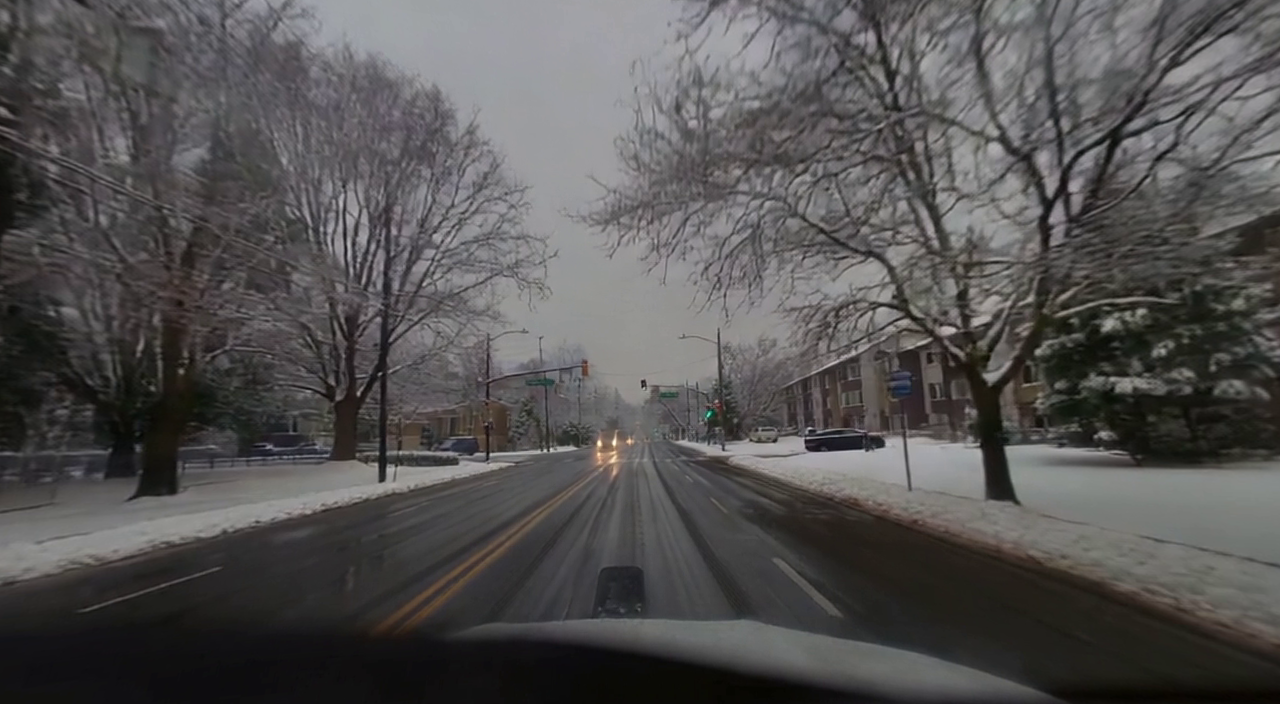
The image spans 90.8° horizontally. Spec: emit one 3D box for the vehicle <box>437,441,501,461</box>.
[{"bbox_3d":[-12.551,7.282,46.575,4.135,1.424,1.945,-1,-9,4],"label":"vehicle"}]

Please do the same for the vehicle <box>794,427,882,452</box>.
[{"bbox_3d":[12.686,5.644,40.667,4.908,1.521,2.108,0,-8,-4],"label":"vehicle"}]
